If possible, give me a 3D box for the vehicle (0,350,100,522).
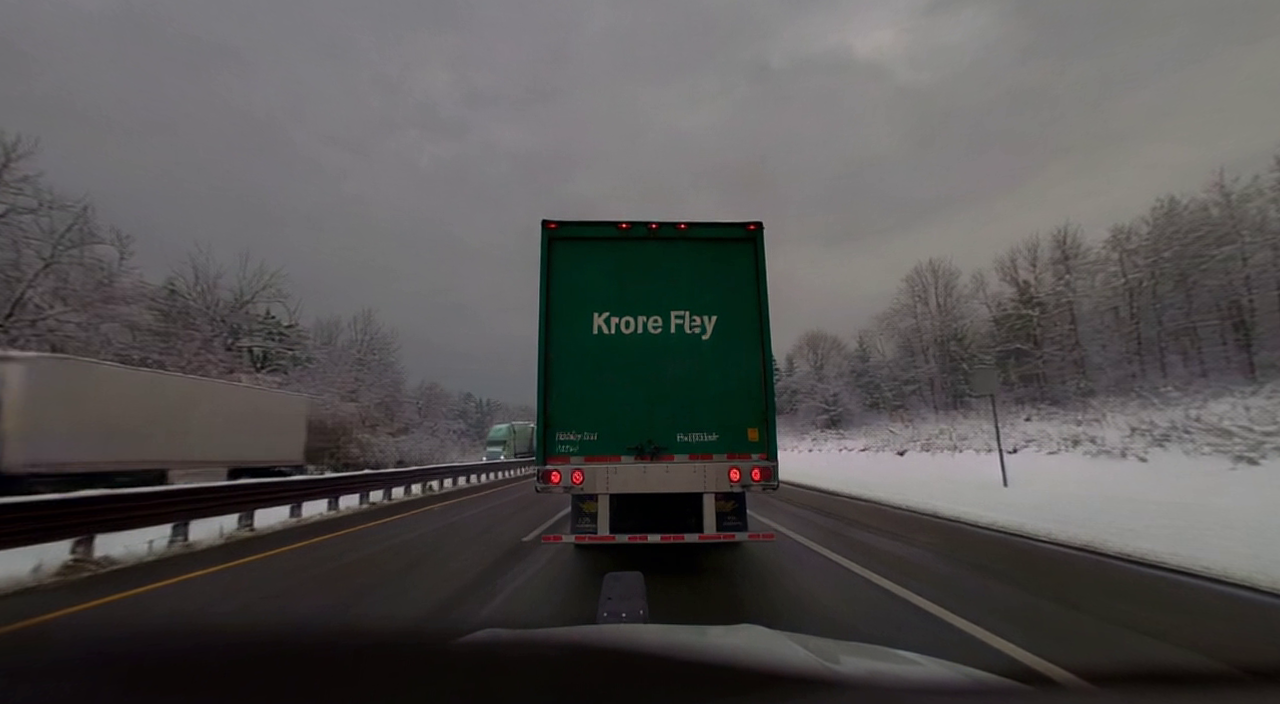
[{"bbox_3d":[-16.393,1.888,14.203,2.992,3.946,5.787,0,-9,0],"label":"vehicle"}]

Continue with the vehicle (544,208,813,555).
[{"bbox_3d":[0.478,1.402,15.016,3.230,4.377,14.405,0,-9,0],"label":"vehicle"}]

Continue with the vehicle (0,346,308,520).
[{"bbox_3d":[-16.379,2.868,20.893,2.886,4.022,14.136,0,-9,1],"label":"vehicle"}]
